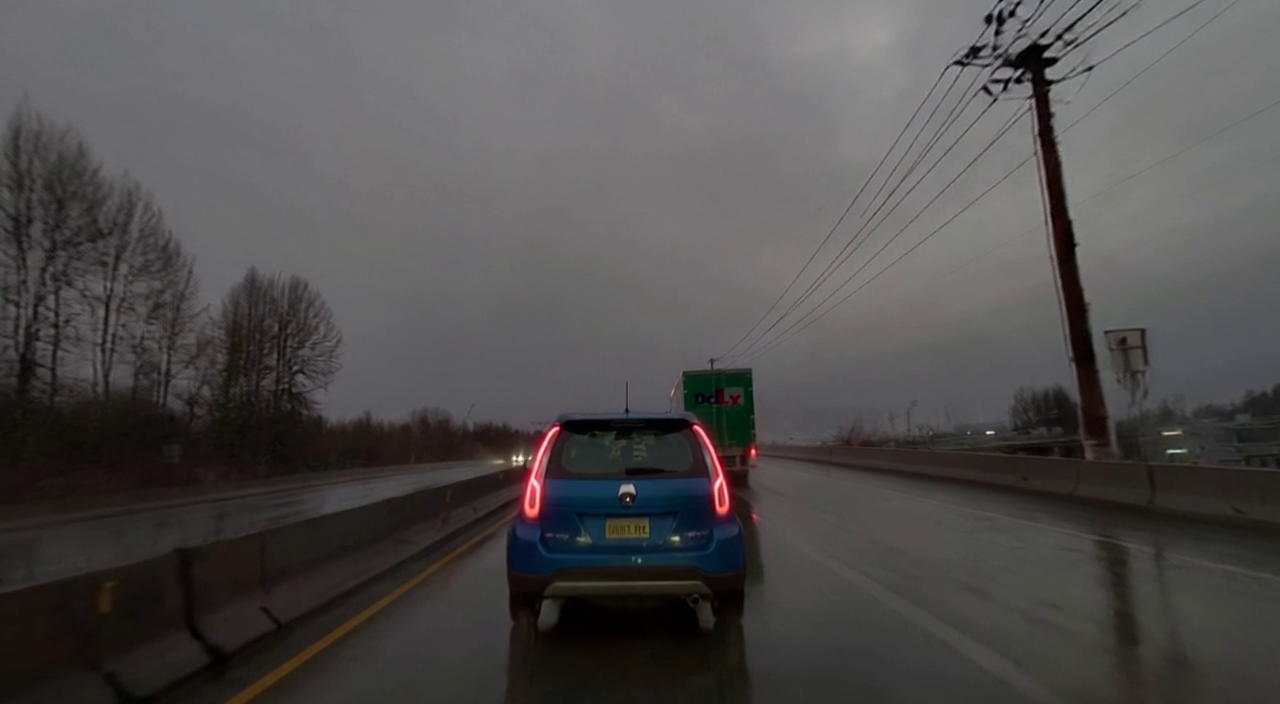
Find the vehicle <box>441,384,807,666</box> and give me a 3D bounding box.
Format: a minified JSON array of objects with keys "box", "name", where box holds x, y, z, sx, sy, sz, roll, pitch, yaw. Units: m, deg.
[{"box":[-0.133,1.235,5.582,2.062,1.581,3.914,0,-8,-1],"name":"vehicle"}]
